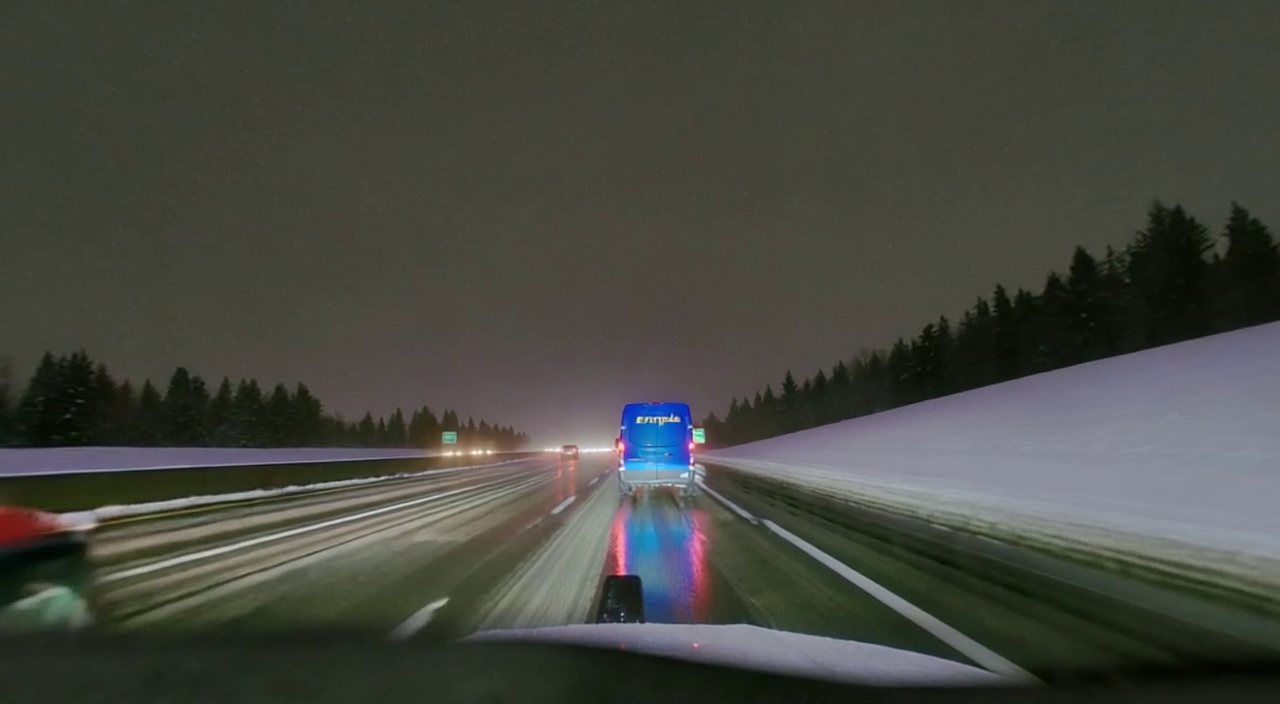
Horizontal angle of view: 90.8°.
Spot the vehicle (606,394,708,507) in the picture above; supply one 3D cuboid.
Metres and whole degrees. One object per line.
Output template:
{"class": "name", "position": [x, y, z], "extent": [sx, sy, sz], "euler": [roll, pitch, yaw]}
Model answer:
{"class": "vehicle", "position": [0.317, 2.667, 17.250], "extent": [2.332, 2.558, 5.314], "euler": [0, -9, -2]}
